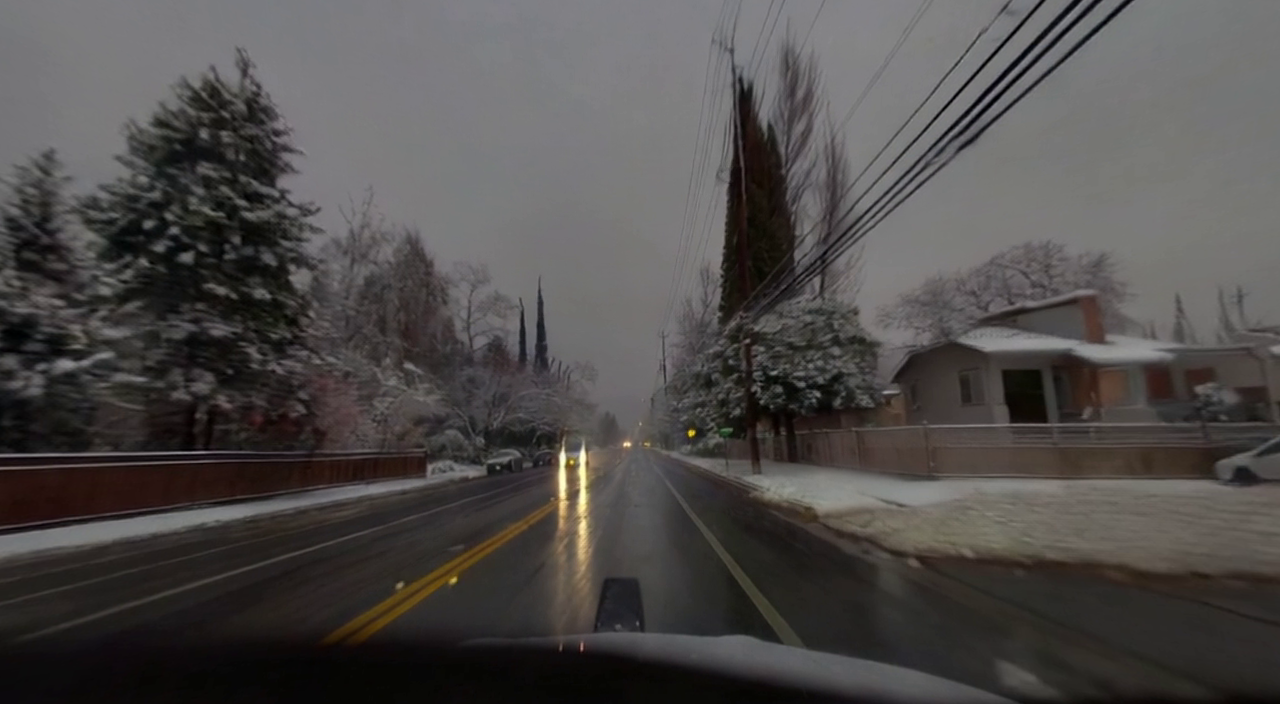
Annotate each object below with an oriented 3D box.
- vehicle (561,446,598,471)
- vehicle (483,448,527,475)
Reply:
[{"bbox_3d":[-3.827,6.785,40.588,1.889,1.503,4.232,0,-8,1],"label":"vehicle"},{"bbox_3d":[-9.791,7.983,46.292,2.269,1.861,4.422,0,-8,0],"label":"vehicle"}]
